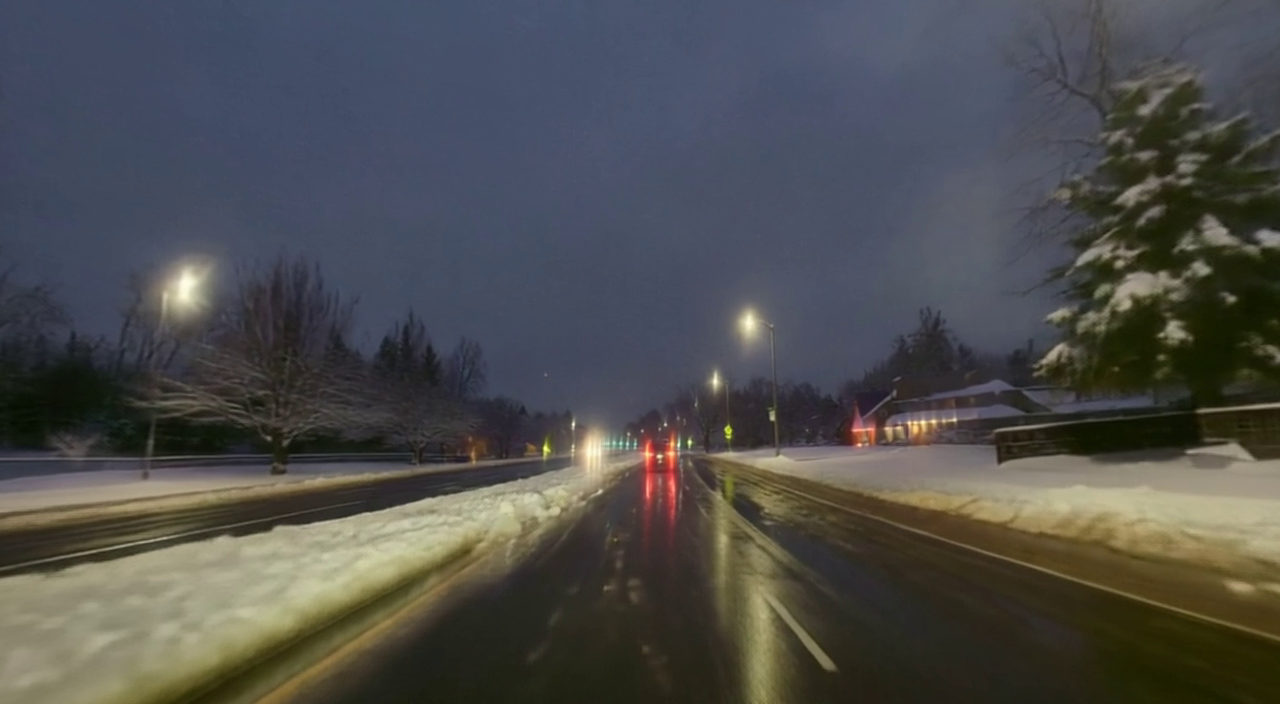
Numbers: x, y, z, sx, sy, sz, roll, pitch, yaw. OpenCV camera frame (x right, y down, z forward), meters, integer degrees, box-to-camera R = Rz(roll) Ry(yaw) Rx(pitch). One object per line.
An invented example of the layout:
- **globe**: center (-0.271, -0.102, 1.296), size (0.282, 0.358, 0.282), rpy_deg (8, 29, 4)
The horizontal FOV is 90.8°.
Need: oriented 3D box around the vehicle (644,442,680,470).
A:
- **vehicle**: center (1.351, 6.487, 39.653), size (2.158, 1.600, 3.865), rpy_deg (-1, -8, 1)
